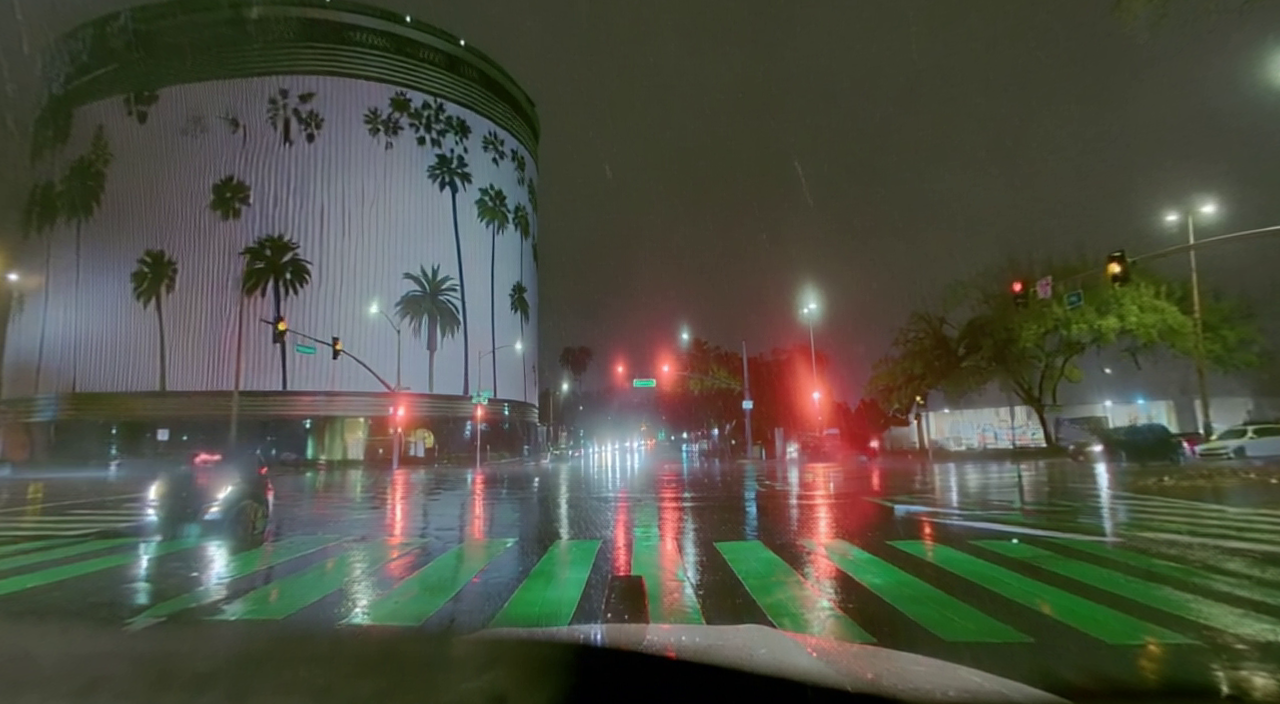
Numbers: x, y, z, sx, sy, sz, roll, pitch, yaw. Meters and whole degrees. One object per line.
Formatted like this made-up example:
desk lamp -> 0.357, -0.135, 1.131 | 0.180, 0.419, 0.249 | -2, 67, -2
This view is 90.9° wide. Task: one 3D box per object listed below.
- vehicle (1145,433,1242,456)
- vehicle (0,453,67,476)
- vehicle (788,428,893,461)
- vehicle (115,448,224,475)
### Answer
vehicle -> 36.161, 6.033, 41.242 | 4.606, 1.449, 1.687 | 0, -8, 2
vehicle -> -41.619, 7.613, 42.782 | 3.698, 1.508, 1.779 | 0, -8, 1
vehicle -> 11.720, 5.474, 37.171 | 5.477, 1.880, 2.125 | 0, -8, 1
vehicle -> -27.500, 6.399, 36.944 | 4.893, 1.458, 1.791 | 0, -8, -2
